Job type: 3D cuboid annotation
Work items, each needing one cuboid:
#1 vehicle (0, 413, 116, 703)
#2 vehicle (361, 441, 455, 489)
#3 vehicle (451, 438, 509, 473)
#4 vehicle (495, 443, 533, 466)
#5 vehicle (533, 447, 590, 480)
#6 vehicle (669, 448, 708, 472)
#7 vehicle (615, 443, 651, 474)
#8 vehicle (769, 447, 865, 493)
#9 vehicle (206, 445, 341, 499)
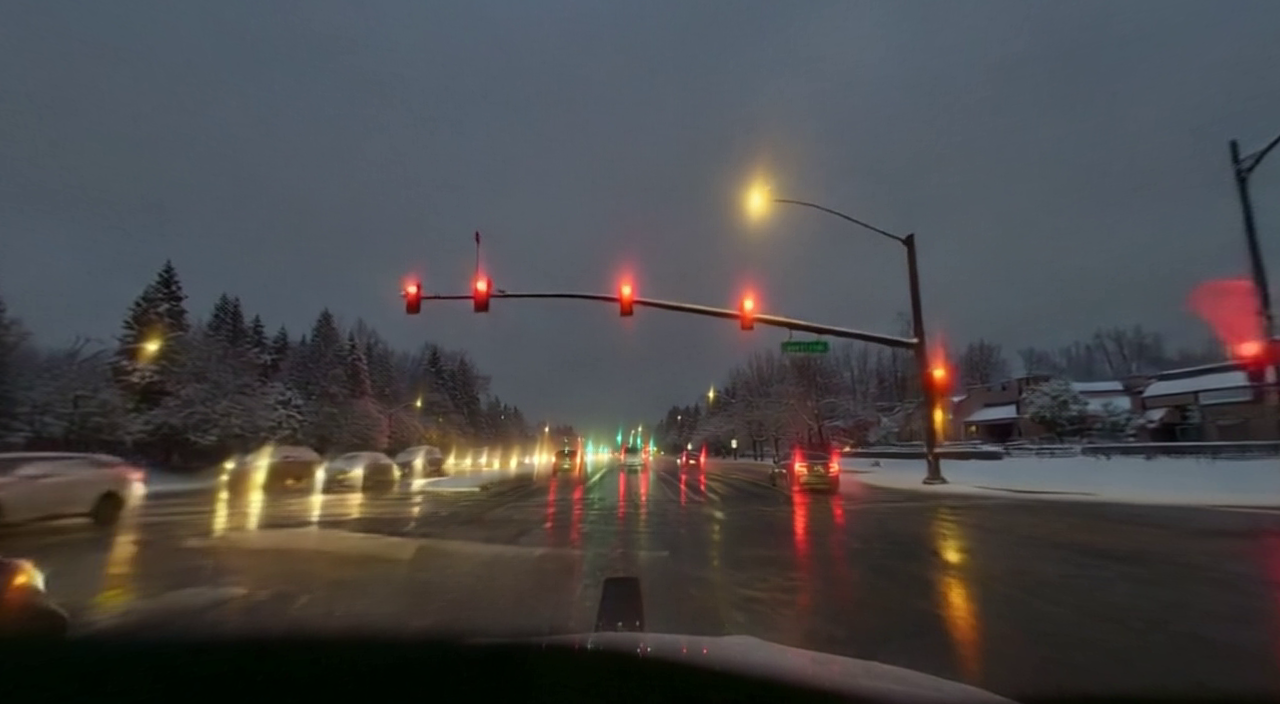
[{"bbox_3d":[-3.658,0.749,0.947,2.018,1.476,4.364,0,-8,-1],"label":"vehicle"},{"bbox_3d":[-8.975,4.348,24.836,1.929,1.492,4.430,-5,-7,1],"label":"vehicle"},{"bbox_3d":[-9.211,5.960,36.745,2.185,1.752,4.599,-4,-8,0],"label":"vehicle"},{"bbox_3d":[-9.371,7.685,47.426,2.026,1.639,4.496,0,-8,-1],"label":"vehicle"},{"bbox_3d":[-3.699,5.332,30.570,2.163,1.474,4.413,0,-8,1],"label":"vehicle"},{"bbox_3d":[2.978,6.739,39.631,2.014,1.430,4.103,0,-8,-2],"label":"vehicle"},{"bbox_3d":[-0.356,6.275,37.417,2.008,1.716,4.125,0,-8,0],"label":"vehicle"},{"bbox_3d":[6.198,4.177,22.746,2.028,1.451,4.625,0,-8,-2],"label":"vehicle"},{"bbox_3d":[-12.159,3.967,21.389,1.975,1.450,4.561,-4,-8,-1],"label":"vehicle"}]
